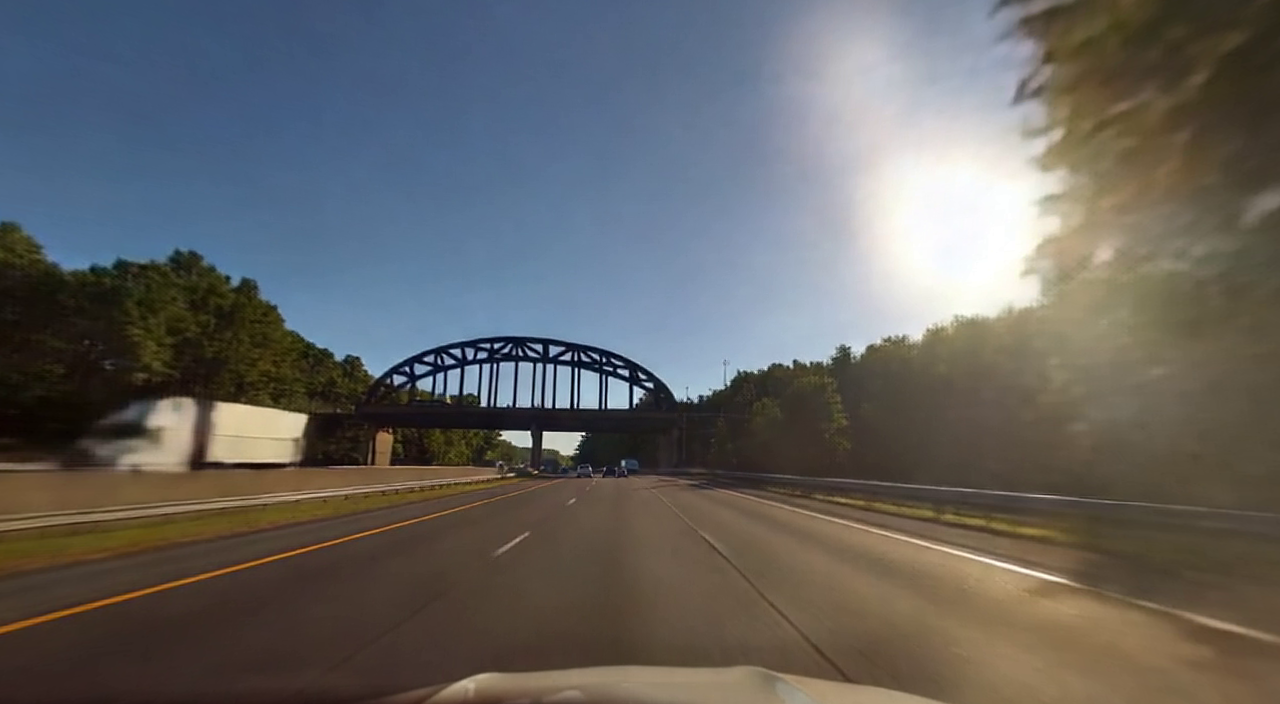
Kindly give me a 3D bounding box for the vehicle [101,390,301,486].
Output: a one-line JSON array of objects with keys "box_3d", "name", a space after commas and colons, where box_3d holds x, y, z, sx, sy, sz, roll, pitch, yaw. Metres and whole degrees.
[{"box_3d": [-20.424, 4.340, 30.408, 2.936, 3.889, 9.299, 1, -10, -1], "name": "vehicle"}]
